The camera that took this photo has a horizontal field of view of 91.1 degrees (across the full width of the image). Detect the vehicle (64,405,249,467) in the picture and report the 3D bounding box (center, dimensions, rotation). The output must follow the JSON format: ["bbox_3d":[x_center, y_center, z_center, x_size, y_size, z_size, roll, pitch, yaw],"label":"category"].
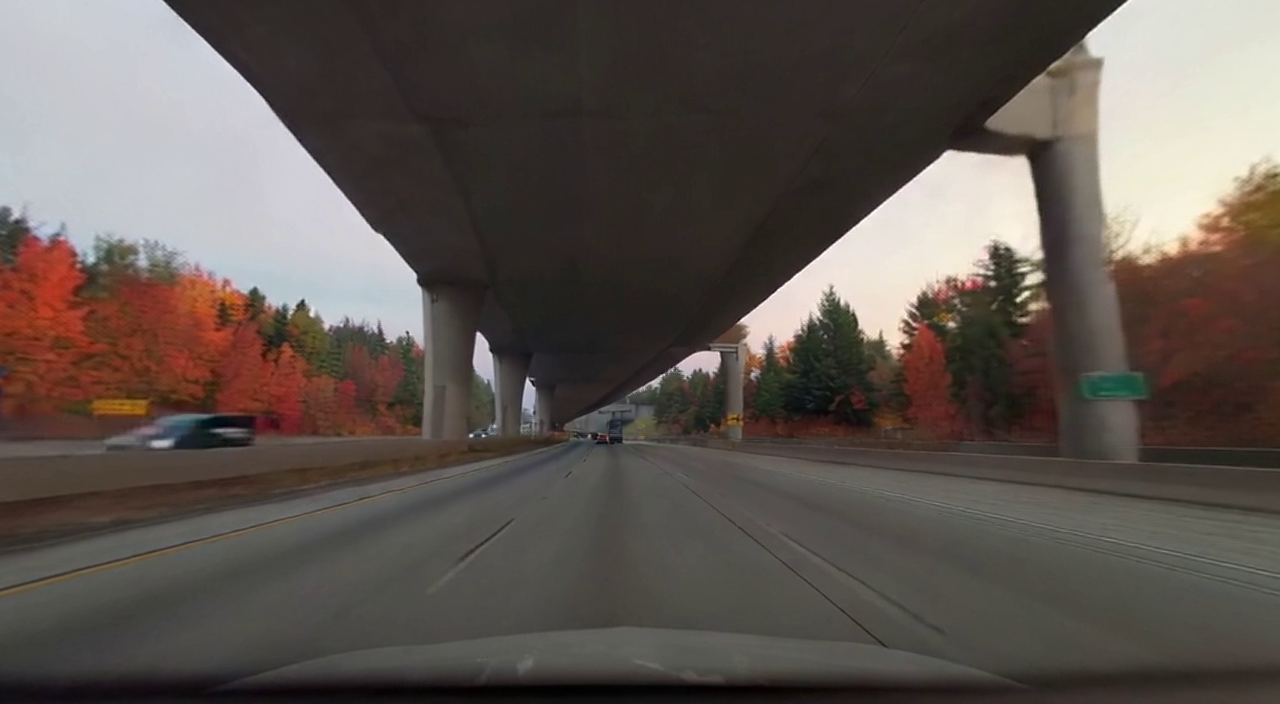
[{"bbox_3d":[-14.187,2.527,18.894,2.070,1.625,4.519,0,-8,-2],"label":"vehicle"}]
